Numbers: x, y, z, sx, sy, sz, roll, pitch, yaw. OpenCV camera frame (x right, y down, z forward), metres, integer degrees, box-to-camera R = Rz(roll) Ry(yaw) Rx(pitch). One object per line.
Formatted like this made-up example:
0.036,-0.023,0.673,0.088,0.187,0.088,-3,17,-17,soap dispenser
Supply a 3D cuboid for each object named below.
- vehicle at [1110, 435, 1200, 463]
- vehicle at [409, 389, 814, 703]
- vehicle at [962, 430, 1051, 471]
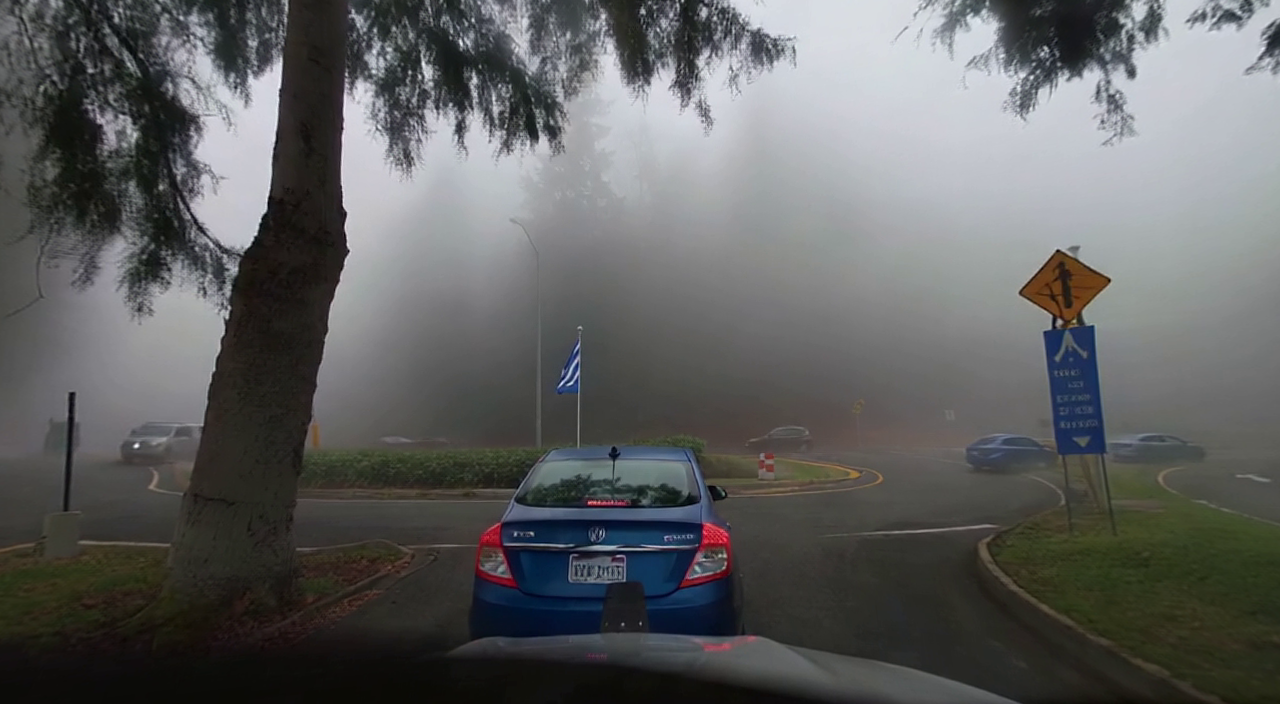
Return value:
29.302,5.527,35.876,4.147,1.475,1.850,2,-9,-17,vehicle
-0.063,1.324,5.317,2.078,1.607,4.010,-1,-9,3,vehicle
16.519,4.439,28.323,4.485,1.691,2.132,8,-12,-43,vehicle
